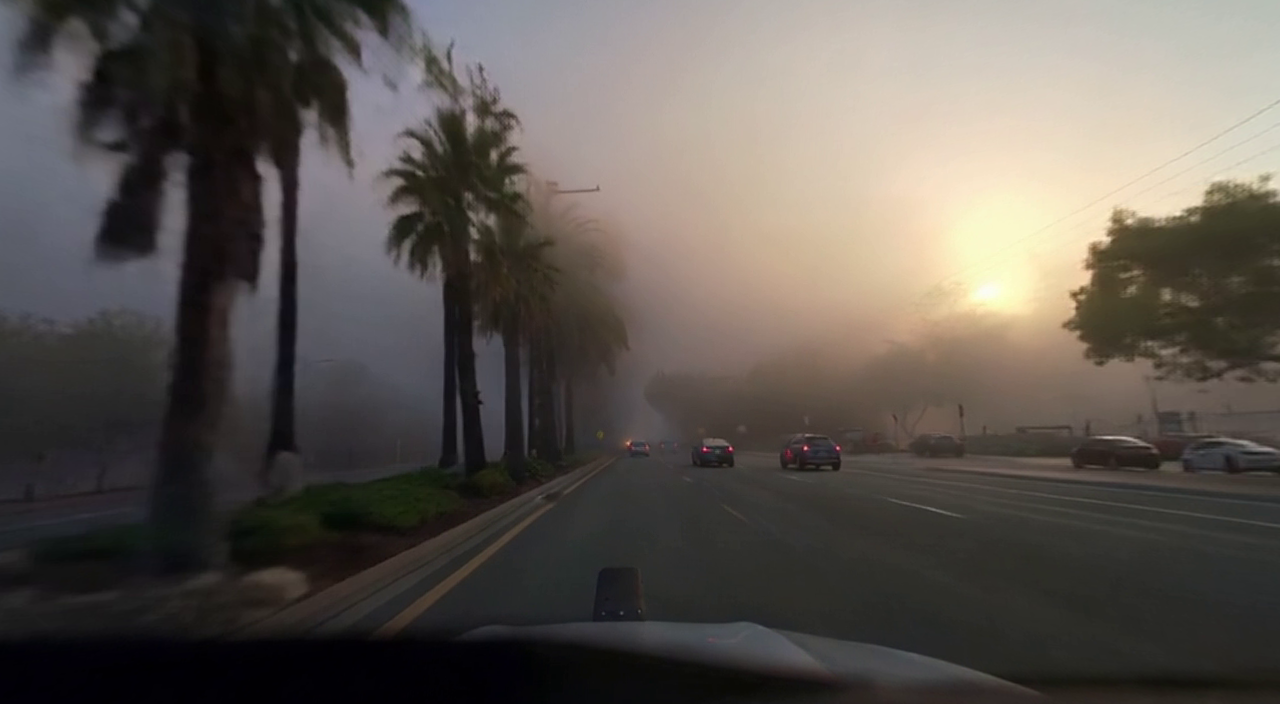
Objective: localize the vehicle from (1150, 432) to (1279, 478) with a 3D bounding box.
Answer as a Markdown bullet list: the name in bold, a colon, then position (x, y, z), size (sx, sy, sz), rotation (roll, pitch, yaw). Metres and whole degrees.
- **vehicle**: position (21.006, 3.621, 22.439), size (1.852, 1.448, 4.601), rotation (0, -9, -1)

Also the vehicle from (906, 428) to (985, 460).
- **vehicle**: position (20.867, 6.340, 43.568), size (2.304, 2.044, 5.894), rotation (0, -9, -2)

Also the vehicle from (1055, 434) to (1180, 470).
- **vehicle**: position (20.995, 4.421, 28.073), size (1.844, 1.464, 4.546), rotation (0, -9, -3)

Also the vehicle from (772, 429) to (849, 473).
- **vehicle**: position (6.971, 4.102, 26.340), size (1.916, 1.646, 4.258), rotation (0, -9, -1)

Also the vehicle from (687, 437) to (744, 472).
- **vehicle**: position (3.296, 4.578, 28.403), size (1.875, 1.452, 4.453), rotation (0, -9, -2)

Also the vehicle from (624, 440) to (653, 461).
- **vehicle**: position (-0.144, 7.270, 46.729), size (2.031, 1.444, 4.361), rotation (0, -9, -1)
